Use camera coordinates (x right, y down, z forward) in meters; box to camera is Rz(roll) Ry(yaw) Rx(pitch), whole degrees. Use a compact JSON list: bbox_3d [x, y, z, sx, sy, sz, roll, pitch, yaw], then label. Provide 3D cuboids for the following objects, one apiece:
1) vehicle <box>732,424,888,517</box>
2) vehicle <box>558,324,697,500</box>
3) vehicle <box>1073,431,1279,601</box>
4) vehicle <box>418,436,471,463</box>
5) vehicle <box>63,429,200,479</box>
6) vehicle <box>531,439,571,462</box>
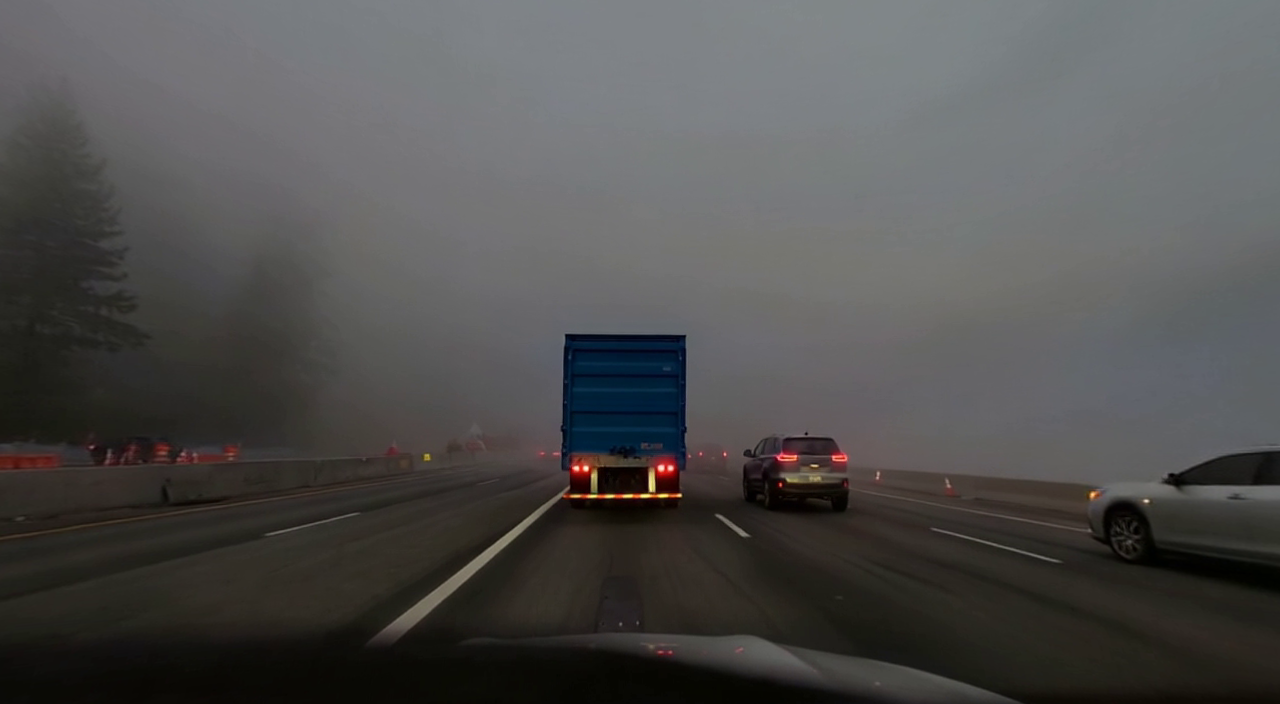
[{"bbox_3d":[3.479,2.531,13.849,2.103,1.713,4.173,1,-9,-3],"label":"vehicle"},{"bbox_3d":[-0.443,2.085,19.221,3.067,3.940,10.154,1,-9,-2],"label":"vehicle"},{"bbox_3d":[7.248,1.605,6.177,2.070,1.632,4.774,2,-9,-10],"label":"vehicle"},{"bbox_3d":[-14.147,7.076,45.899,2.054,1.708,4.663,2,-8,4],"label":"vehicle"},{"bbox_3d":[-21.529,4.301,26.727,4.632,1.852,2.033,0,-8,16],"label":"vehicle"},{"bbox_3d":[-6.003,6.693,42.935,2.014,1.477,4.595,0,-9,1],"label":"vehicle"}]
